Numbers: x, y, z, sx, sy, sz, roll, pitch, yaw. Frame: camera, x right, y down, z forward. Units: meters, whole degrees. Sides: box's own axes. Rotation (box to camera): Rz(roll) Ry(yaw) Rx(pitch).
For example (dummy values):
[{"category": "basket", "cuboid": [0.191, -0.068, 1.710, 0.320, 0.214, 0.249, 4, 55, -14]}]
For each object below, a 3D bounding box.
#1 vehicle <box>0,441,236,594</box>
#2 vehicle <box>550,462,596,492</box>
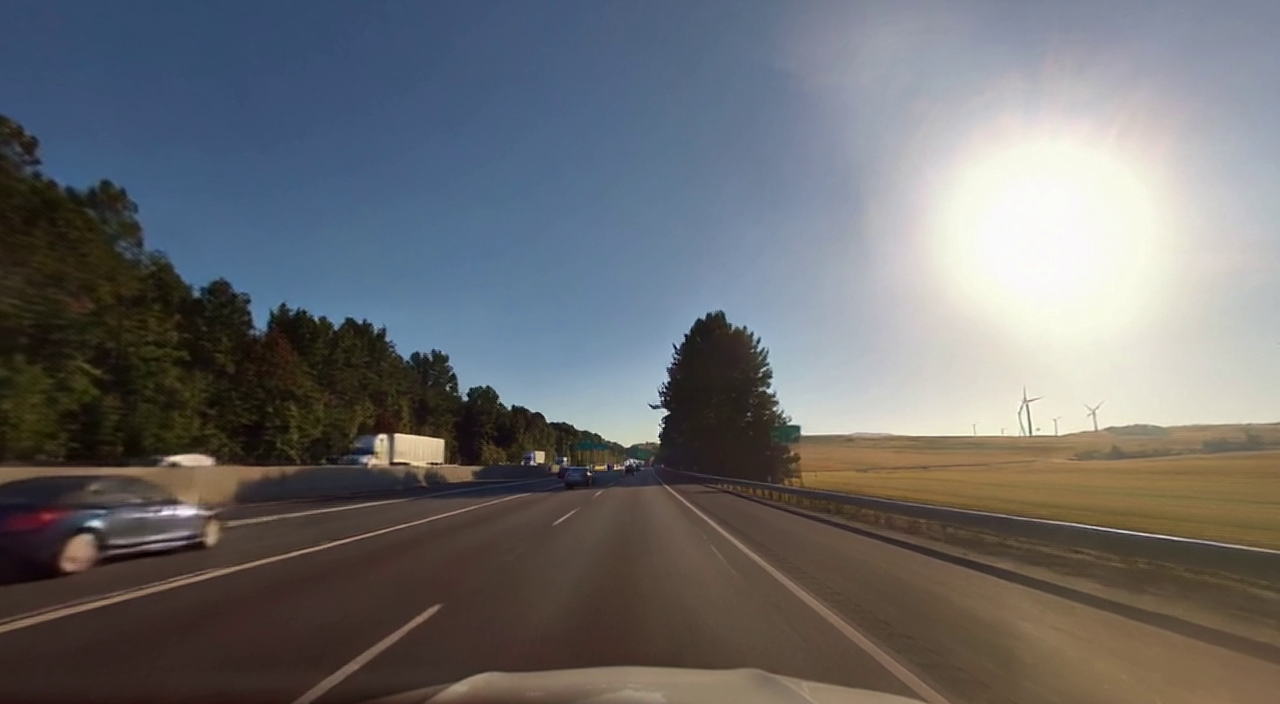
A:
[{"category": "vehicle", "cuboid": [-7.157, 1.792, 7.193, 1.956, 1.451, 4.674, 1, -10, 0]}, {"category": "vehicle", "cuboid": [-3.646, 6.889, 35.003, 2.039, 1.505, 4.843, 1, -10, 0]}]
